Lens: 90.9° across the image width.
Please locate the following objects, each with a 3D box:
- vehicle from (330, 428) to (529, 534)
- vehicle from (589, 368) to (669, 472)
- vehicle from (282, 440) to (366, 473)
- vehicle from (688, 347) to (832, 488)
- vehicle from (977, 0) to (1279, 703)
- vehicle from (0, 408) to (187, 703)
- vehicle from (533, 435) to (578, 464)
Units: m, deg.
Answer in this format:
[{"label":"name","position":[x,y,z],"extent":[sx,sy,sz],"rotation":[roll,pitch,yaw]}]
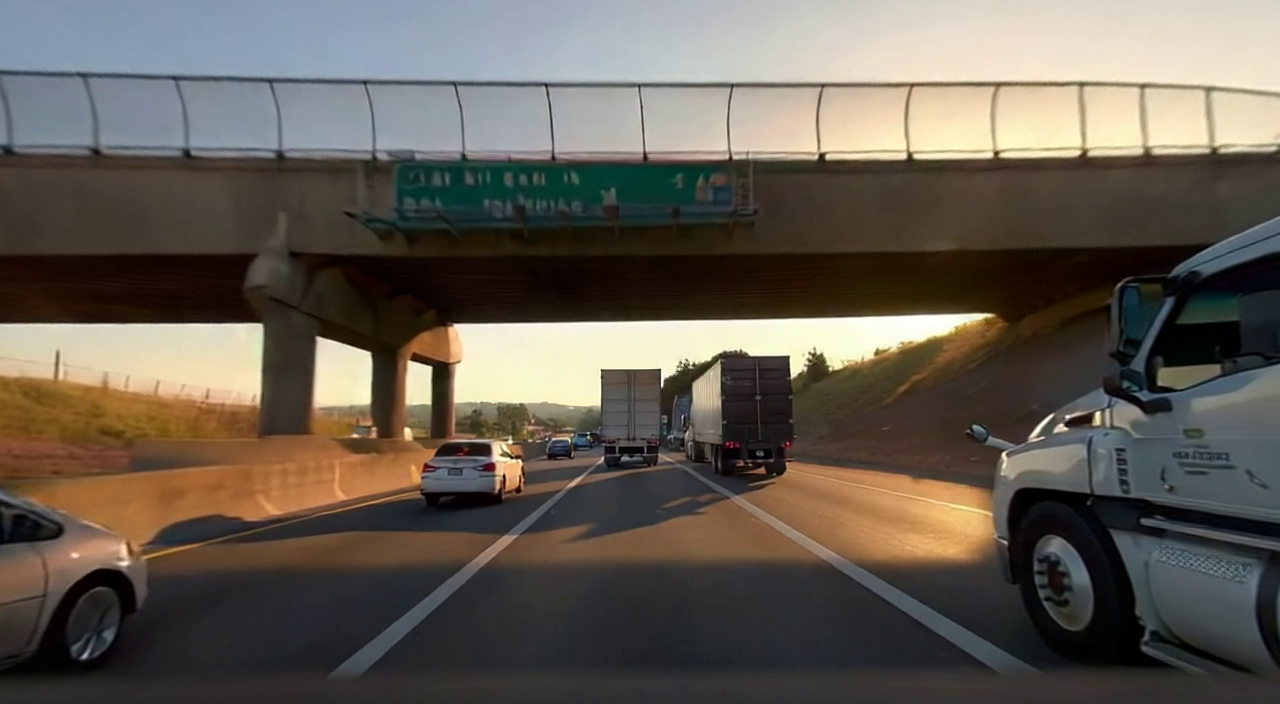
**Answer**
[{"label":"vehicle","position":[-3.348,2.114,11.141],"extent":[1.894,1.460,4.662],"rotation":[0,-8,0]},{"label":"vehicle","position":[-0.417,3.376,30.091],"extent":[3.090,4.065,10.702],"rotation":[0,-8,0]},{"label":"vehicle","position":[-15.276,5.043,30.749],"extent":[1.848,1.472,4.398],"rotation":[0,-8,-1]},{"label":"vehicle","position":[3.733,2.563,23.182],"extent":[2.817,3.886,11.491],"rotation":[0,-8,-1]},{"label":"vehicle","position":[3.972,-0.415,1.296],"extent":[3.074,3.896,5.910],"rotation":[0,-8,-1]},{"label":"vehicle","position":[-4.009,0.861,1.953],"extent":[1.923,1.464,4.449],"rotation":[0,-8,0]},{"label":"vehicle","position":[-4.601,5.354,34.816],"extent":[2.049,1.483,3.786],"rotation":[0,-8,-1]}]
